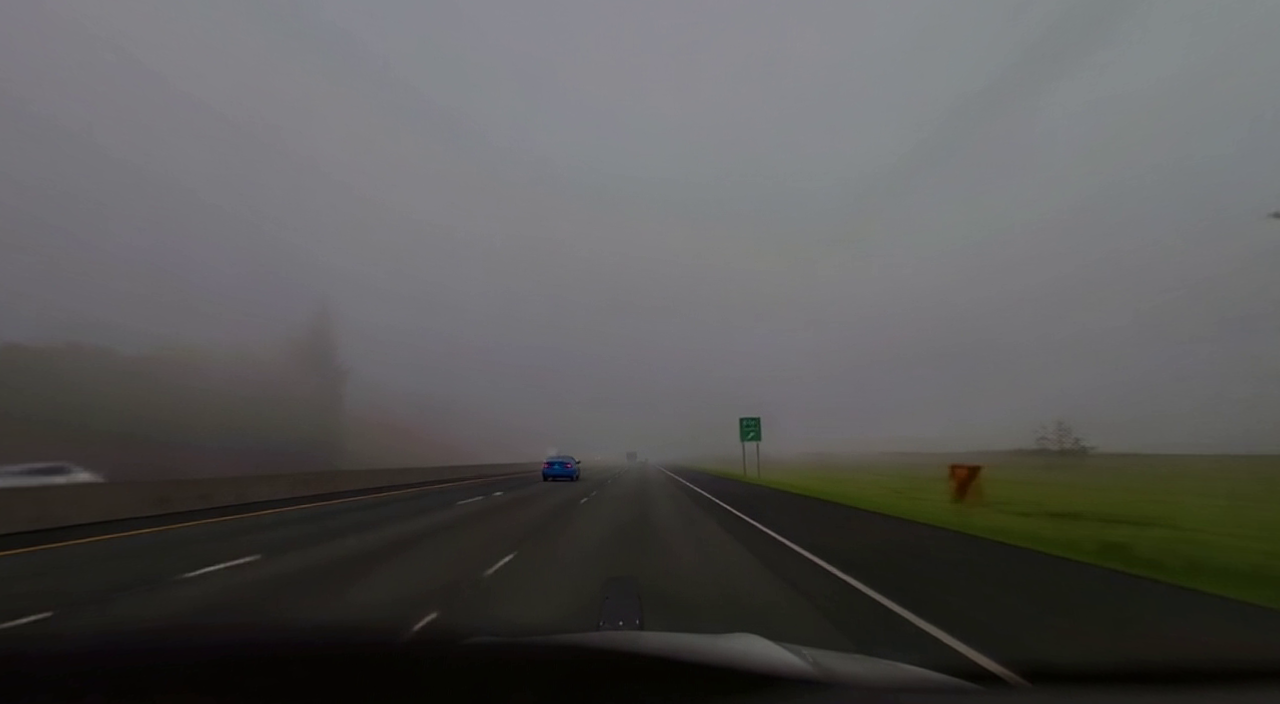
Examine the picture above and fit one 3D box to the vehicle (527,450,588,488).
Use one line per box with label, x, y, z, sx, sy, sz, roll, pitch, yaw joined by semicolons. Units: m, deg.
vehicle;-3.568;5.158;28.083;2.121;1.537;3.852;0;-9;1
